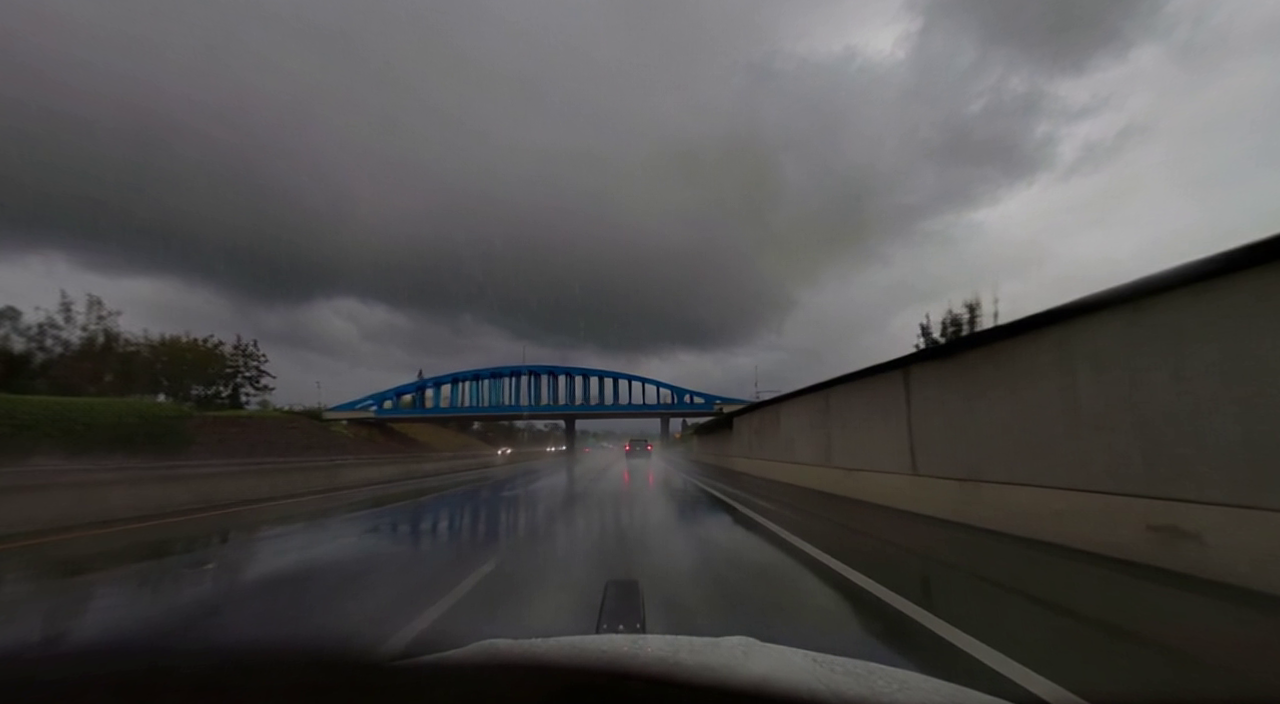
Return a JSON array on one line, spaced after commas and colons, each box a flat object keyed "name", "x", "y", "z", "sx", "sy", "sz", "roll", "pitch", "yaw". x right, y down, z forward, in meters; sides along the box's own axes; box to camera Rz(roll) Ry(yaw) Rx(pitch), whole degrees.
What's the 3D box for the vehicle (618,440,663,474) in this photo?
[{"name": "vehicle", "x": 0.013, "y": 5.671, "z": 34.272, "sx": 2.299, "sy": 1.716, "sz": 4.579, "roll": 0, "pitch": -9, "yaw": -1}]
